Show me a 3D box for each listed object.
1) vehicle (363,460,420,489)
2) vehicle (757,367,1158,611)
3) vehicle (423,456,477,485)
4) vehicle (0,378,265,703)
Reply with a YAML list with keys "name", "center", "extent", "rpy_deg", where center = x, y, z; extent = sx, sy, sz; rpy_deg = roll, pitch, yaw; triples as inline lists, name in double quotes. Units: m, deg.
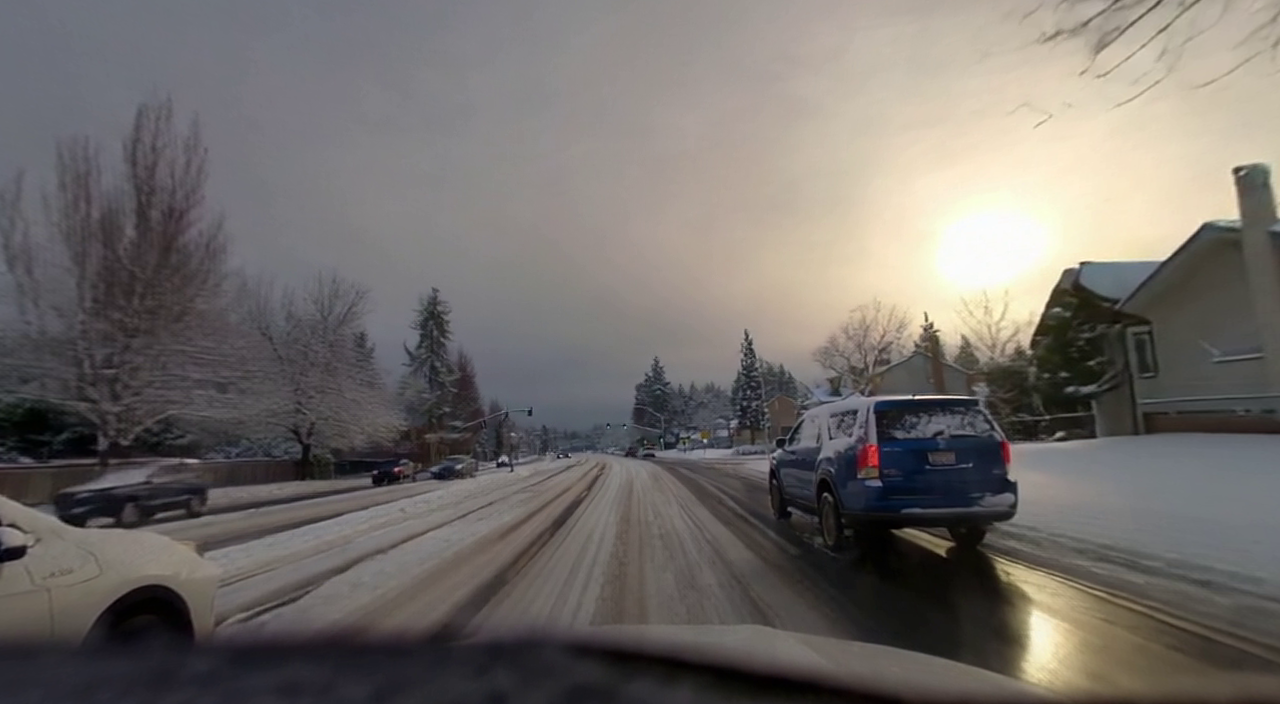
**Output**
- name: "vehicle"
  center: [-14.488, 7.136, 37.009]
  extent: [1.839, 1.496, 4.338]
  rpy_deg: [0, -9, -4]
- name: "vehicle"
  center: [3.227, 1.585, 8.245]
  extent: [2.338, 2.063, 5.592]
  rpy_deg: [0, -9, 1]
- name: "vehicle"
  center: [-11.028, 6.870, 36.897]
  extent: [1.928, 1.482, 4.649]
  rpy_deg: [0, -9, -3]
- name: "vehicle"
  center: [-3.409, 0.838, 1.639]
  extent: [2.058, 1.659, 4.514]
  rpy_deg: [0, -9, 0]
